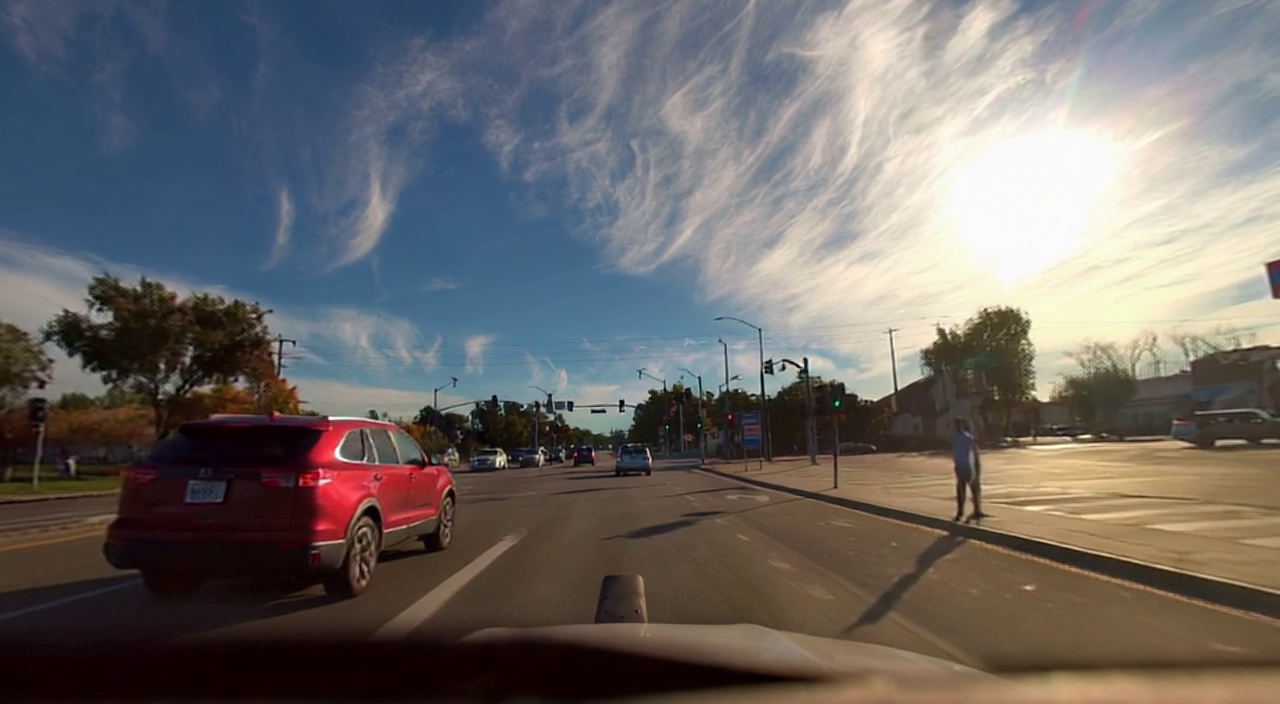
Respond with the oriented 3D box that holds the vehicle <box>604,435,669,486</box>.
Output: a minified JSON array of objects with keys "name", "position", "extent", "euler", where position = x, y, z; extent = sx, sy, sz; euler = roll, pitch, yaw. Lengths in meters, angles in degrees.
[{"name":"vehicle","position":[-0.211,4.705,27.546],"extent":[2.552,1.999,5.498],"euler":[0,-9,-1]}]

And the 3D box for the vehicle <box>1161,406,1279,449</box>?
[{"name":"vehicle","position":[28.090,3.599,29.654],"extent":[5.102,1.893,2.120],"euler":[0,-9,-1]}]

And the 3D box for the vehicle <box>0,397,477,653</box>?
[{"name":"vehicle","position":[-3.535,1.558,6.824],"extent":[2.247,1.734,4.919],"euler":[0,-9,-1]}]
